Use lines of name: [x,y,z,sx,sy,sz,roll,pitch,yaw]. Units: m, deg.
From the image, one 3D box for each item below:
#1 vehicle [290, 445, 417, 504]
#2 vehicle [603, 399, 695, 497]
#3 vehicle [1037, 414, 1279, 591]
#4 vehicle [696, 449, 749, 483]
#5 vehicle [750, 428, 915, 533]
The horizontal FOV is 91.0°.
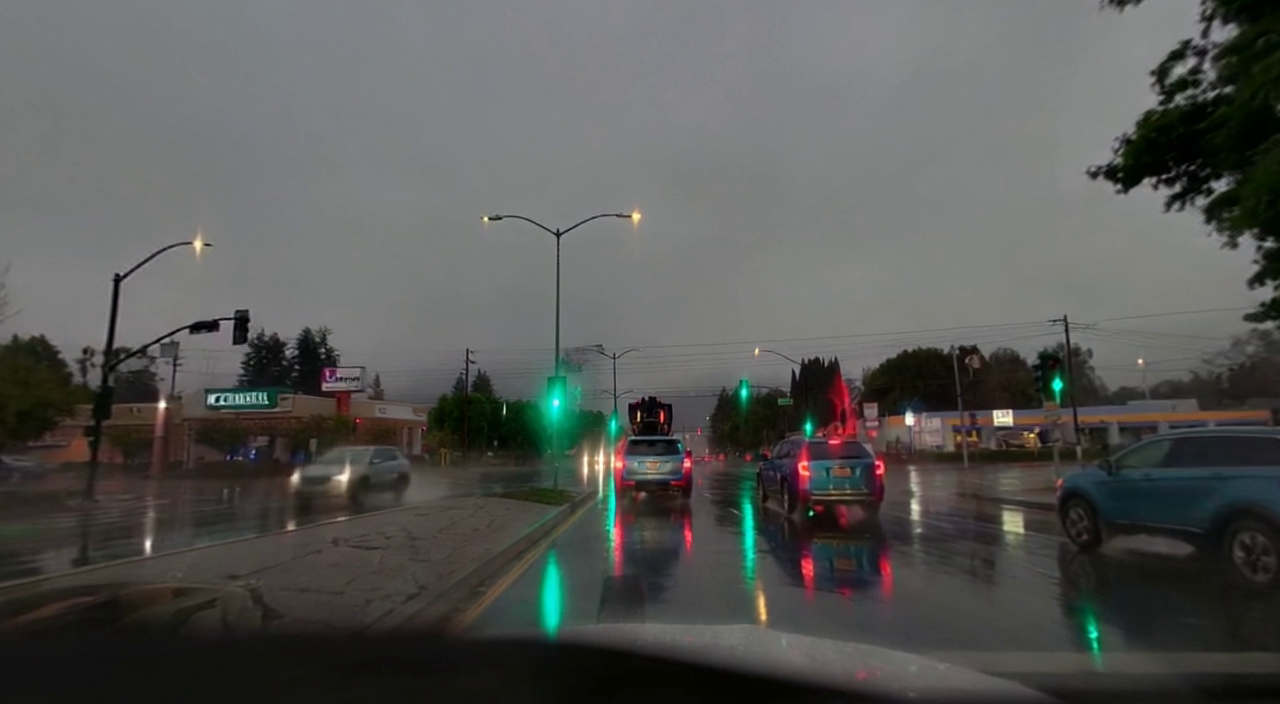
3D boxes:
vehicle: [-8.449,3.617,19.051,1.889,1.576,4.044,0,-9,0]
vehicle: [0.253,2.787,18.423,2.370,2.518,3.858,0,-8,1]
vehicle: [7.178,1.669,7.487,1.982,1.698,4.408,0,-9,0]
vehicle: [4.018,5.604,31.313,1.967,1.515,4.378,0,-9,-1]
vehicle: [3.648,2.509,12.899,2.025,1.754,4.311,0,-9,0]
